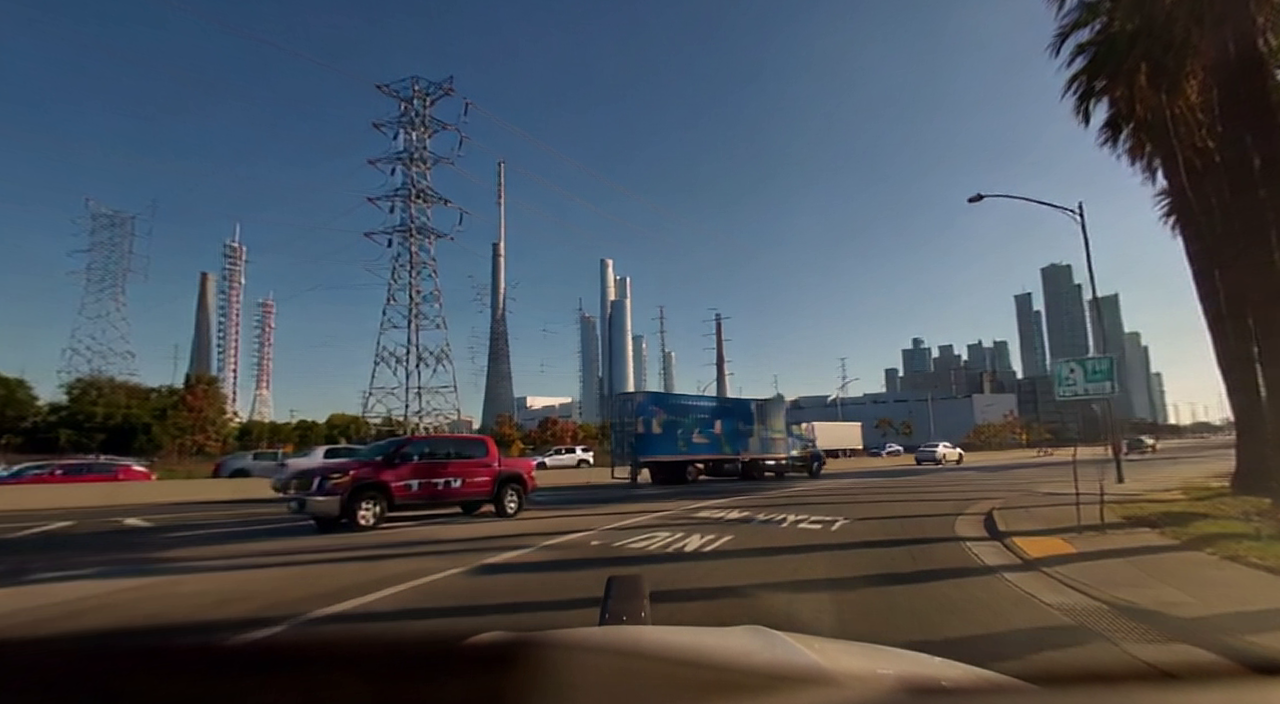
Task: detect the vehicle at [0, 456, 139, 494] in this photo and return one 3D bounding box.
[{"bbox_3d":[-23.616,5.032,26.121,4.325,1.388,1.748,7,-11,-37],"label":"vehicle"}]

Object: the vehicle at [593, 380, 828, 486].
[{"bbox_3d":[3.538,3.709,28.304,11.567,3.933,2.903,6,-11,-37],"label":"vehicle"}]

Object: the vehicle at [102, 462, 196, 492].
[{"bbox_3d":[-27.448,6.962,35.358,4.004,1.375,1.673,6,-9,-38],"label":"vehicle"}]

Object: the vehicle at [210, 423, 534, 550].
[{"bbox_3d":[-4.756,2.379,11.929,2.101,1.848,5.132,-9,-12,44],"label":"vehicle"}]

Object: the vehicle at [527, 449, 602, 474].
[{"bbox_3d":[-4.772,6.917,40.015,4.419,1.451,1.792,6,-11,-38],"label":"vehicle"}]
